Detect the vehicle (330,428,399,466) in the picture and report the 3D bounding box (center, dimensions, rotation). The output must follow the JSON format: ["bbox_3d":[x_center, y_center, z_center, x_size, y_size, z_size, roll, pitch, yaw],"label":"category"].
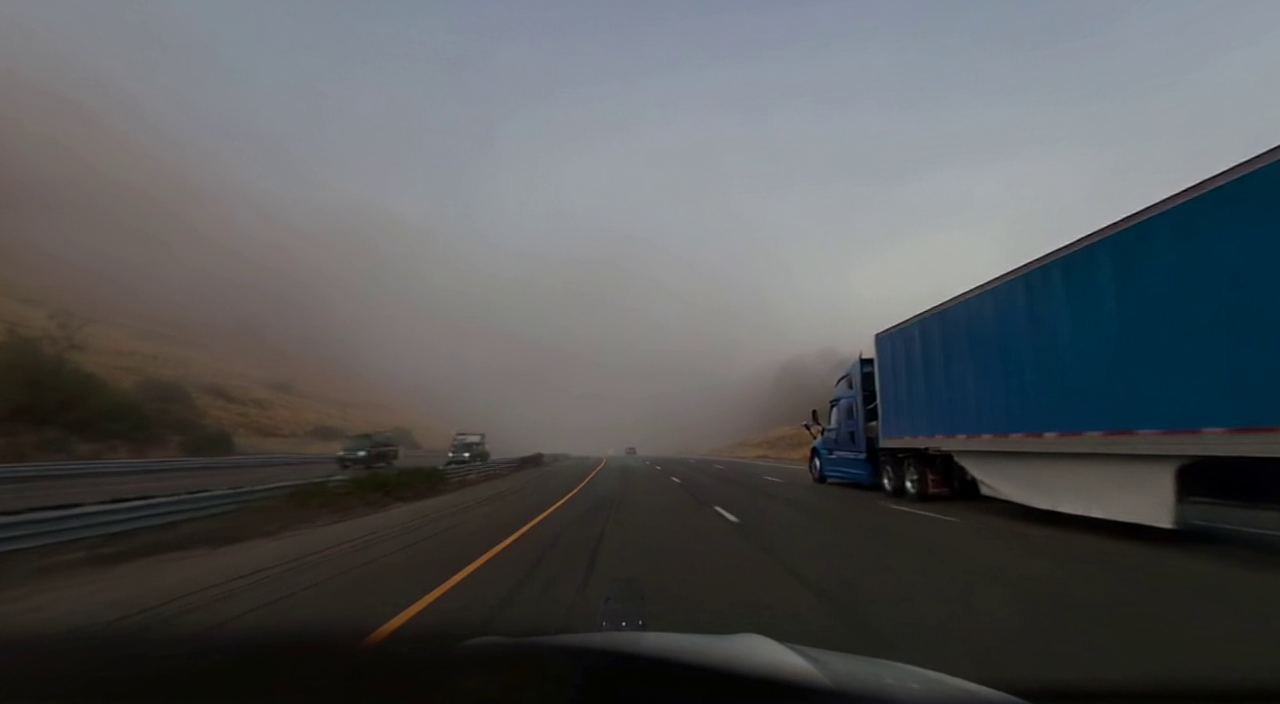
[{"bbox_3d":[-19.402,6.741,44.797,2.356,2.463,5.796,0,-8,-2],"label":"vehicle"}]

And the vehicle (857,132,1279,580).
[{"bbox_3d":[7.487,0.493,9.093,2.923,4.182,16.345,0,-8,0],"label":"vehicle"}]
